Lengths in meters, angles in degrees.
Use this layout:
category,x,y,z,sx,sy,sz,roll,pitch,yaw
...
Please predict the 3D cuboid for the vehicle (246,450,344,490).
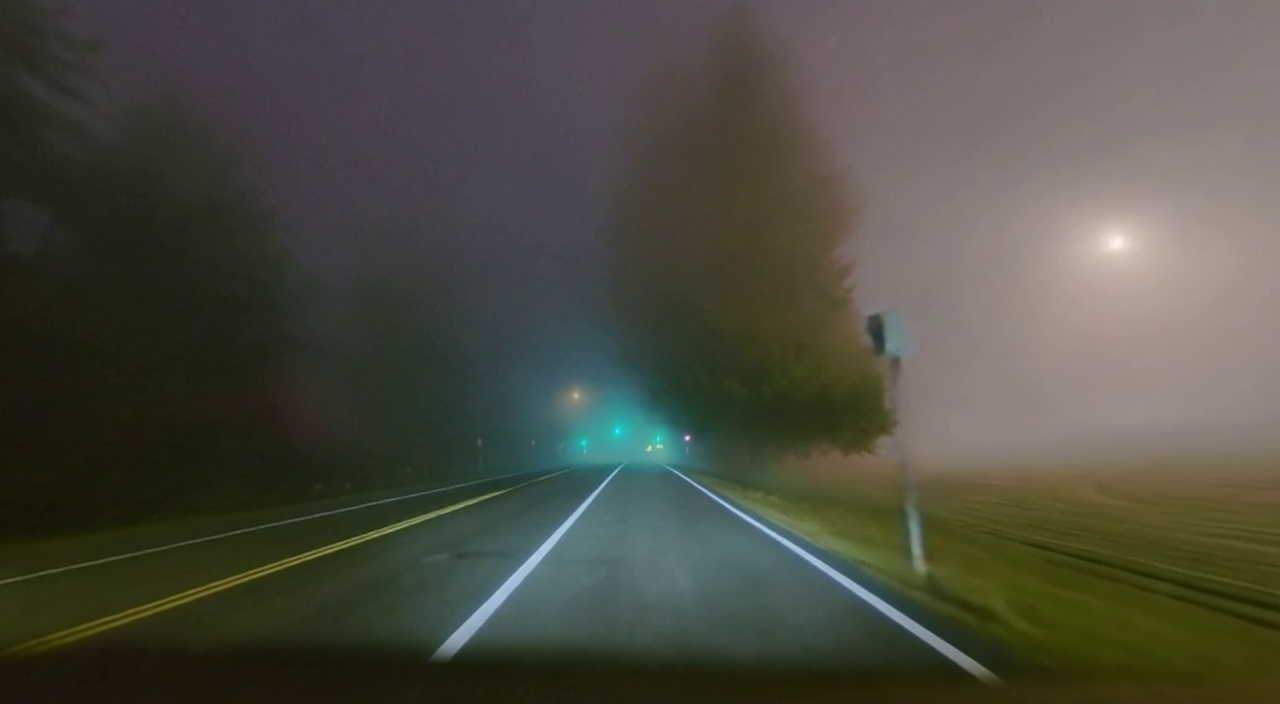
category,x,y,z,sx,sy,sz,roll,pitch,yaw
vehicle,-20.569,7.016,37.782,4.655,1.832,2.227,-6,-8,2
